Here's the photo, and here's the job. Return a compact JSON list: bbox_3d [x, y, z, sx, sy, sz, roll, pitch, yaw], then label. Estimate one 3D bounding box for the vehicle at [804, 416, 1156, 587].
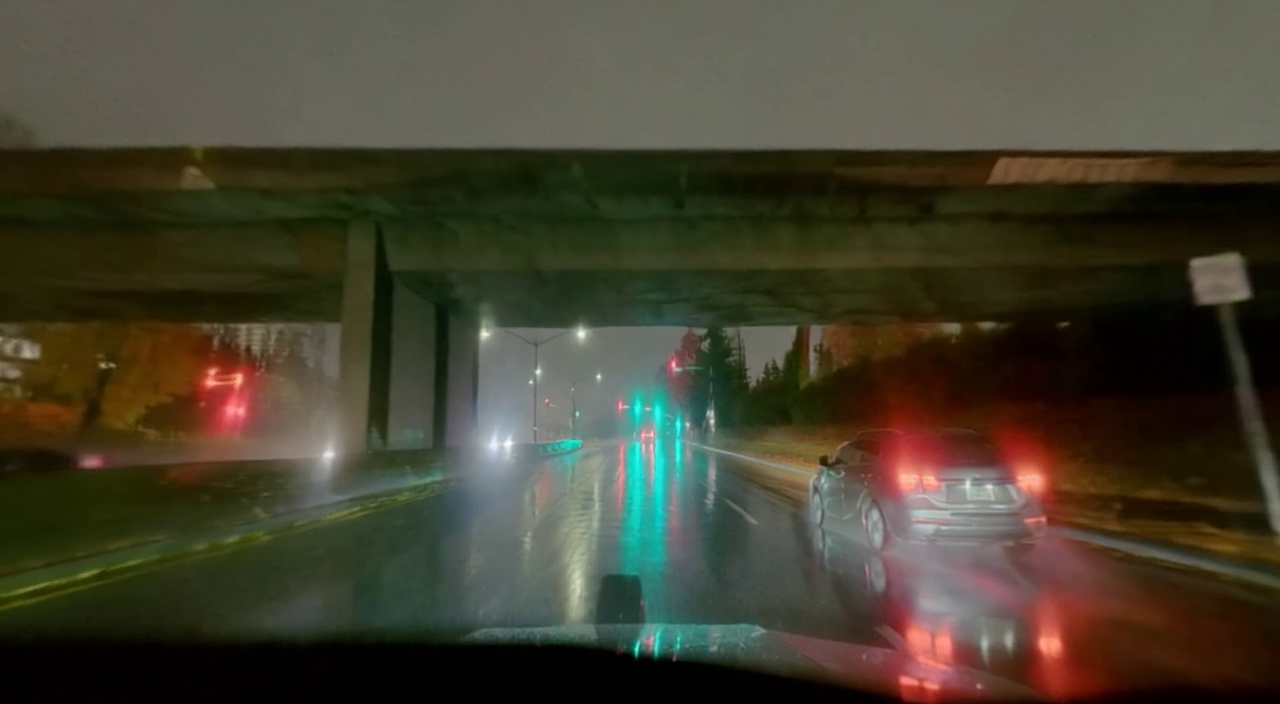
[{"bbox_3d":[3.695,1.711,8.041,2.063,1.542,4.420,-1,-9,1],"label":"vehicle"}]
